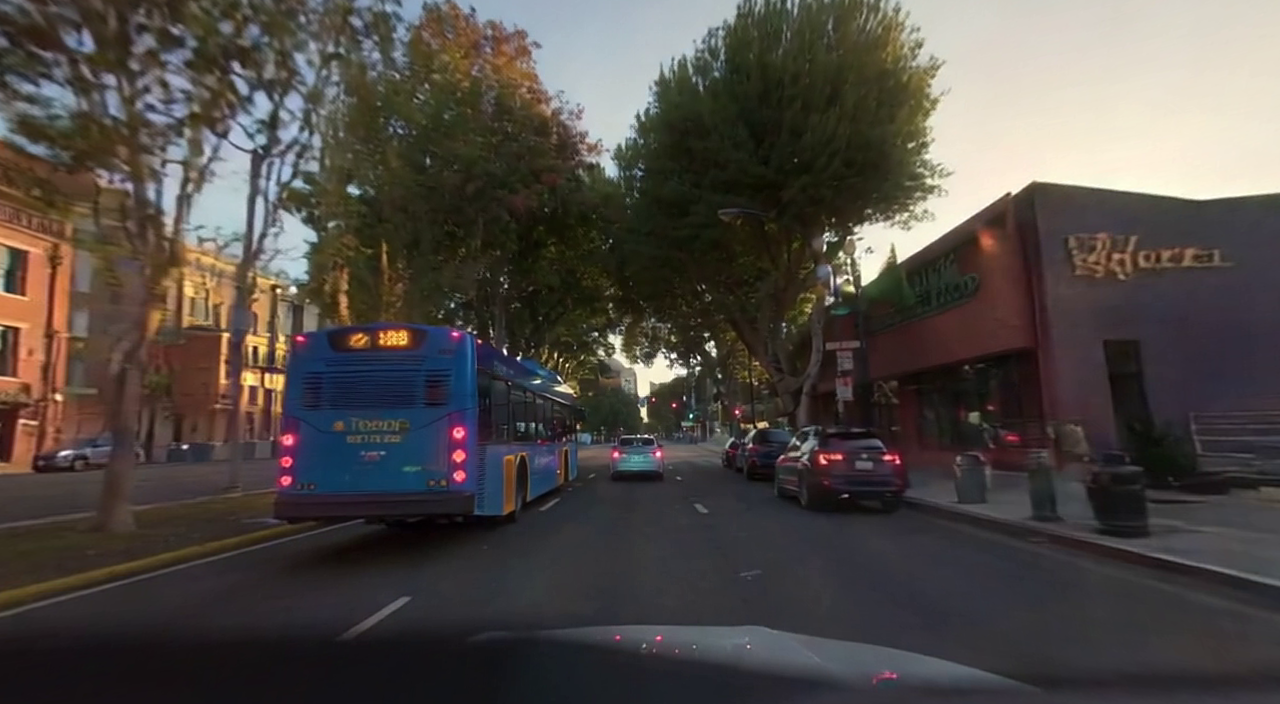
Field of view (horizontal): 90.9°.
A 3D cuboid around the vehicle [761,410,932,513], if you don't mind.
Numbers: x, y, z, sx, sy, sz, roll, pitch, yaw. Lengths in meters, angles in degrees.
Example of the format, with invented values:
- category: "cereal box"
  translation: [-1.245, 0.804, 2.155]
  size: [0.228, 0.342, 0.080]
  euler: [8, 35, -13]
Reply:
- category: "vehicle"
  translation: [4.038, 2.254, 13.320]
  size: [2.138, 1.787, 4.522]
  euler: [0, -8, 1]

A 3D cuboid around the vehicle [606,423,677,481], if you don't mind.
- category: "vehicle"
  translation: [0.072, 3.296, 20.950]
  size: [2.120, 1.727, 3.917]
  euler: [0, -8, 1]

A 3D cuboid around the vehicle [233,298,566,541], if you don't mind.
- category: "vehicle"
  translation: [-3.305, 1.458, 11.777]
  size: [2.920, 2.884, 8.588]
  euler: [0, -9, -1]
